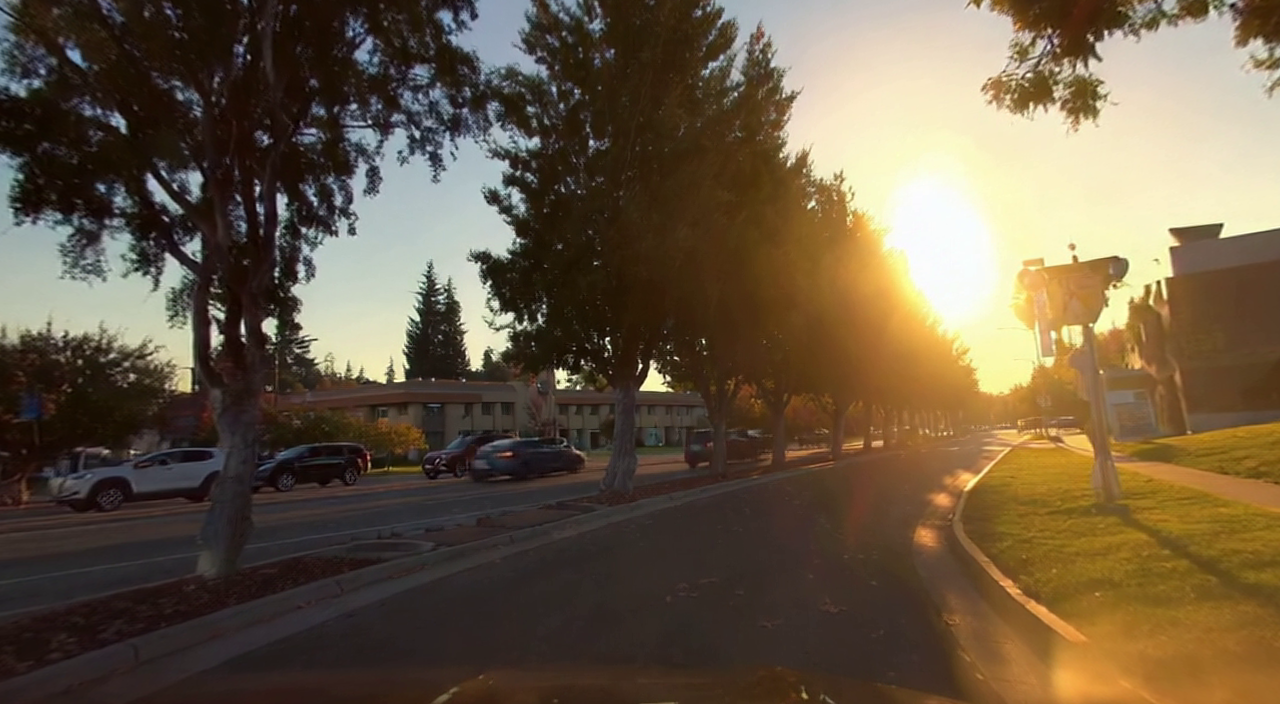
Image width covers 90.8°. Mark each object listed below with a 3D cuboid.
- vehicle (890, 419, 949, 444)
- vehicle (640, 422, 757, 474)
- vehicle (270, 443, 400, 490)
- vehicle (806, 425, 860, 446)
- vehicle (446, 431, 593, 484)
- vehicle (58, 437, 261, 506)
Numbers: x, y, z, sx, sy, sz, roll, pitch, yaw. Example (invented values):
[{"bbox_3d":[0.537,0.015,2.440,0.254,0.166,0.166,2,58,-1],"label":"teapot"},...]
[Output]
[{"bbox_3d":[20.249,5.771,45.640,2.201,1.574,5.060,-11,-13,42],"label":"vehicle"},{"bbox_3d":[2.463,3.782,25.303,1.954,1.639,5.229,-9,-8,39],"label":"vehicle"},{"bbox_3d":[-12.396,4.607,25.918,1.904,1.719,4.326,-6,-10,37],"label":"vehicle"},{"bbox_3d":[15.035,6.497,49.047,2.146,1.555,4.810,-8,-11,41],"label":"vehicle"},{"bbox_3d":[-4.196,3.753,22.778,2.183,1.651,4.928,-8,-11,38],"label":"vehicle"},{"bbox_3d":[-15.847,3.891,21.146,2.294,2.000,4.788,-7,-10,33],"label":"vehicle"}]
